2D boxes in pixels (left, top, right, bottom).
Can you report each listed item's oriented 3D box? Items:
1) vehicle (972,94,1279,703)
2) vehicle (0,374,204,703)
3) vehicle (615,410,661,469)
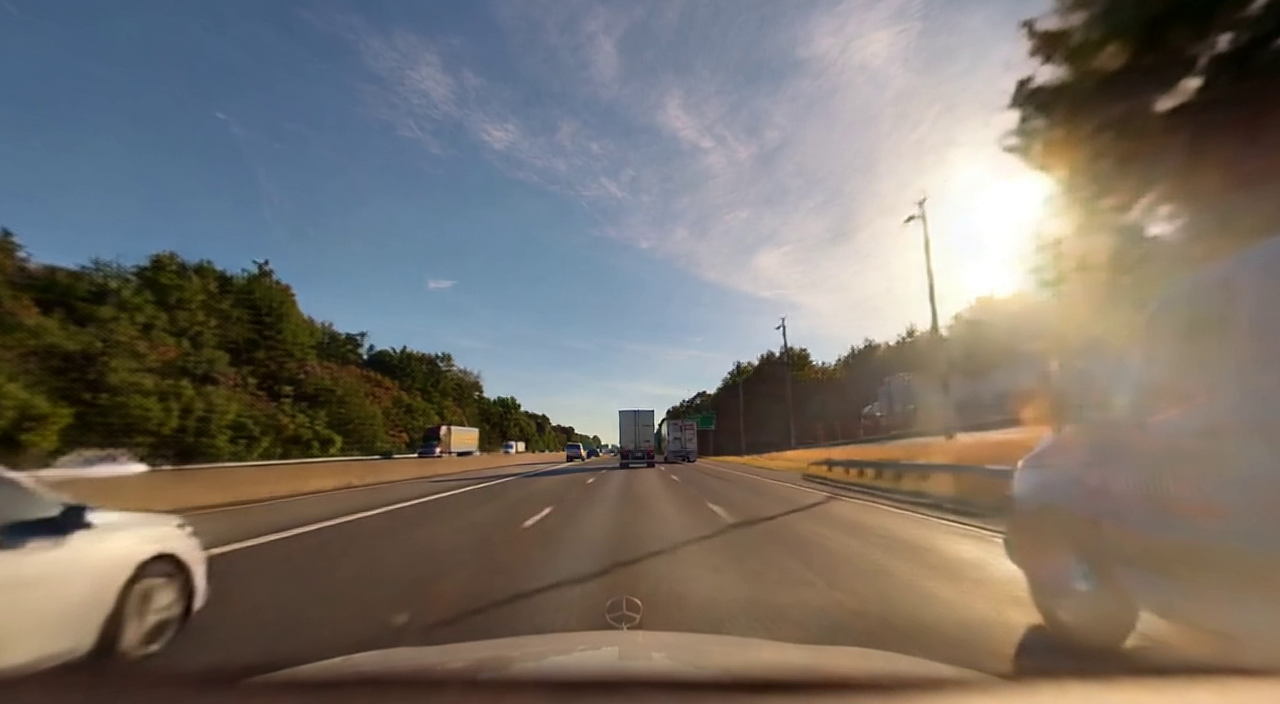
[{"bbox_3d":[3.671,0.205,1.466,2.338,2.690,6.025,0,-9,-1],"label":"vehicle"},{"bbox_3d":[-3.773,0.754,1.529,2.175,1.646,4.525,0,-9,0],"label":"vehicle"},{"bbox_3d":[-0.188,6.947,49.519,3.201,4.019,10.918,0,-9,0],"label":"vehicle"}]
